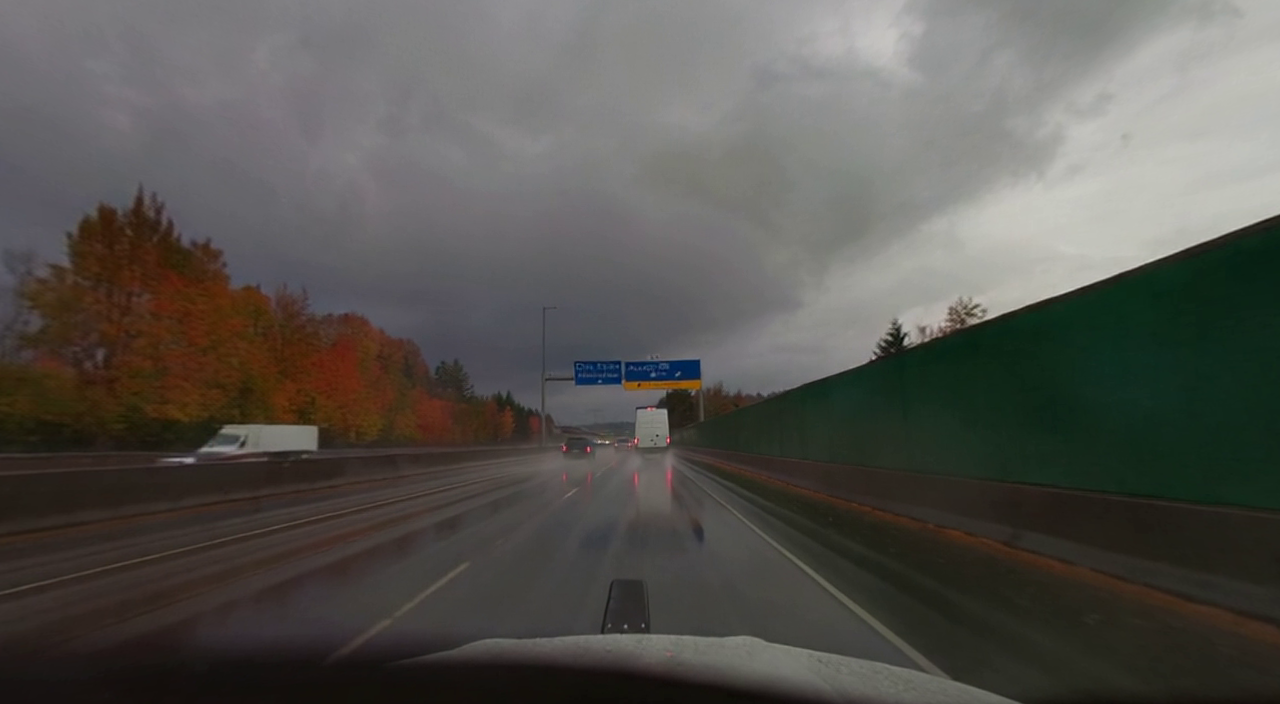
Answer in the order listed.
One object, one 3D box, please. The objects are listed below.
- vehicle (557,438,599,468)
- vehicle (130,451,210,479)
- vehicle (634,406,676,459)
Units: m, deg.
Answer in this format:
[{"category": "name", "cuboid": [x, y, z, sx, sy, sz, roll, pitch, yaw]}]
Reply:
[{"category": "vehicle", "cuboid": [-3.333, 5.504, 34.509, 1.927, 1.556, 3.921, 0, -8, 0]}, {"category": "vehicle", "cuboid": [-25.619, 6.140, 34.452, 1.684, 1.399, 3.535, 0, -8, -1]}, {"category": "vehicle", "cuboid": [1.144, 6.324, 48.928, 2.933, 3.701, 10.425, 0, -8, 1]}]
